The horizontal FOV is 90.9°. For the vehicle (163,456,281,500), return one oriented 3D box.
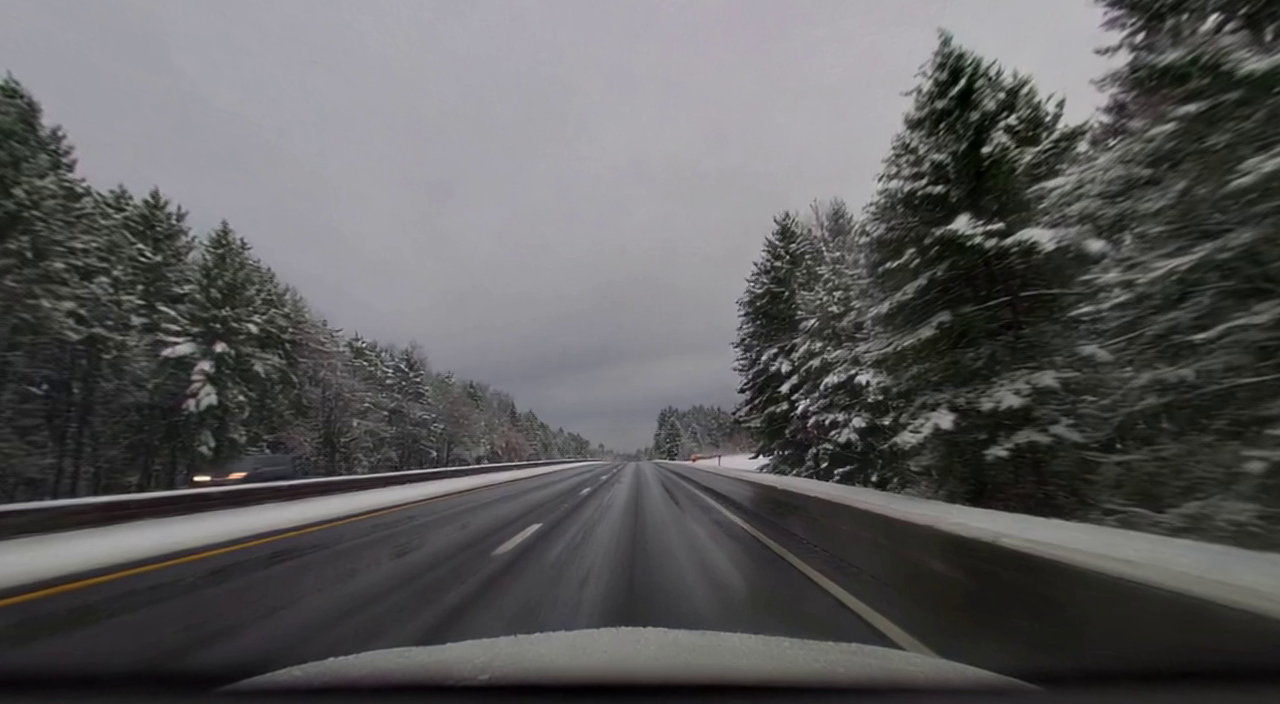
[{"bbox_3d":[-17.502,5.275,26.694,1.952,1.622,4.412,0,-9,0],"label":"vehicle"}]
